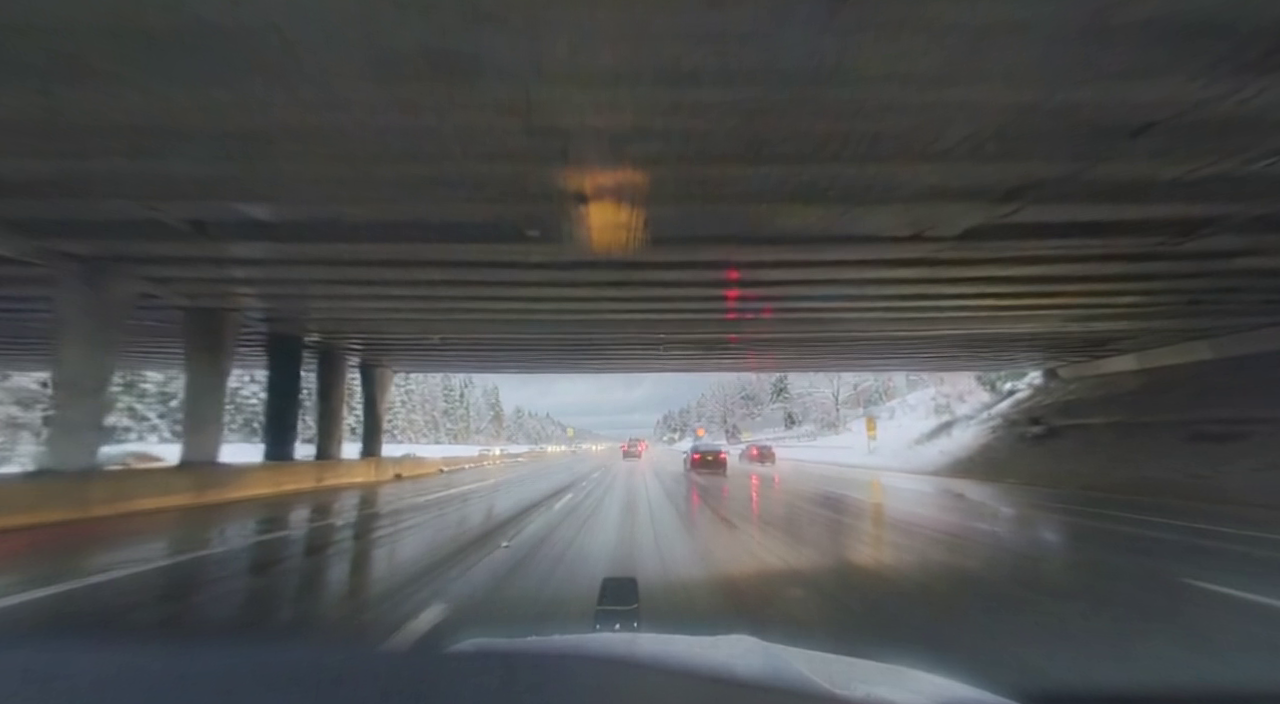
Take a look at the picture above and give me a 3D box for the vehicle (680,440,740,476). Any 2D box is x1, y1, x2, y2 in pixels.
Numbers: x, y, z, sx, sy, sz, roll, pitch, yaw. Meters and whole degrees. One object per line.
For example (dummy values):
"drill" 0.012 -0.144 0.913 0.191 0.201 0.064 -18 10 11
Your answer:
"vehicle" 3.076 4.812 28.901 2.076 1.472 4.562 0 -9 -2

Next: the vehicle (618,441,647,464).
"vehicle" -0.580 7.437 46.903 2.029 1.595 4.207 0 -9 -1

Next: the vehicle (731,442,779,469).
"vehicle" 6.941 6.287 38.614 1.946 1.497 4.467 0 -9 -2
